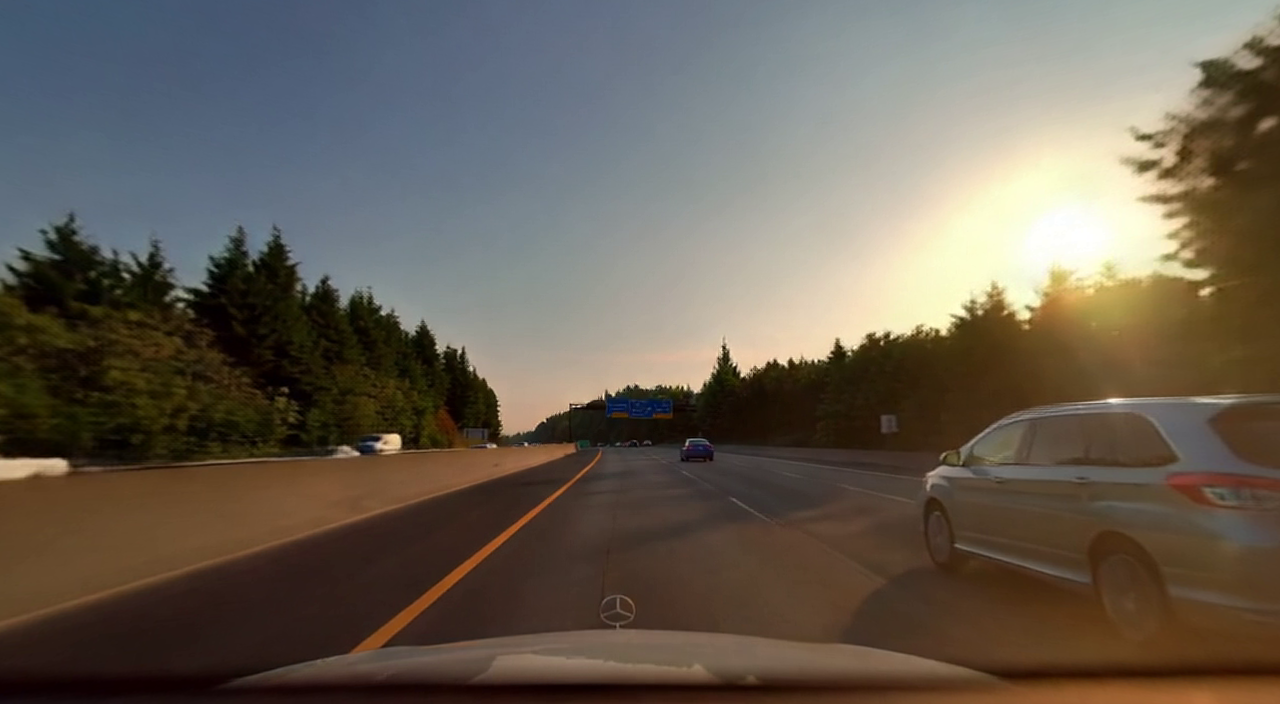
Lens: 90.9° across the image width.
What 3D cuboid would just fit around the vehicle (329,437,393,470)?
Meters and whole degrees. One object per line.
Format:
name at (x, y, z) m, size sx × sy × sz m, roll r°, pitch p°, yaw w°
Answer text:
vehicle at (-17.620, 6.376, 39.993) m, size 2.003 × 1.981 × 4.635 m, roll 0°, pitch -8°, yaw -1°

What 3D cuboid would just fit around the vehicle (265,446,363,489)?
vehicle at (-12.719, 4.502, 24.841) m, size 1.966 × 1.488 × 3.645 m, roll 0°, pitch -8°, yaw -2°

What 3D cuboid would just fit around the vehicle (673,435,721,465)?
vehicle at (2.998, 5.251, 33.956) m, size 1.958 × 1.526 × 4.227 m, roll 1°, pitch -8°, yaw -3°
